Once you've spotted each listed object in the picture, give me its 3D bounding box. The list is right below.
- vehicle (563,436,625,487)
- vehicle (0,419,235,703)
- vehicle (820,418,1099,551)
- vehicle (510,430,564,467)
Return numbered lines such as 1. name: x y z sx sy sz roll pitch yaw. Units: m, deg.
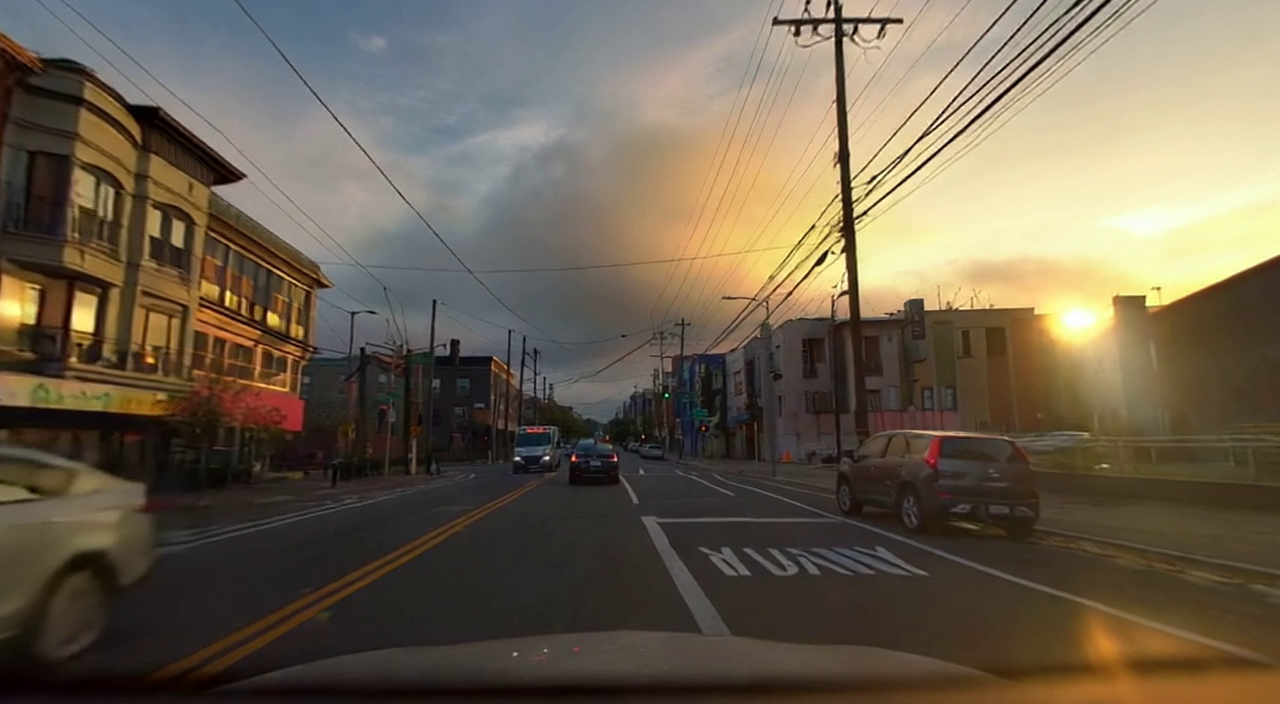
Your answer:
1. vehicle: -1.577 3.866 22.589 1.980 1.635 3.795 1 -8 -2
2. vehicle: -4.382 1.064 3.031 2.181 1.500 4.319 1 -9 -3
3. vehicle: 5.508 2.367 12.151 2.197 1.917 5.637 1 -9 -3
4. vehicle: -7.132 6.807 44.634 2.704 2.334 7.209 0 -9 -1
